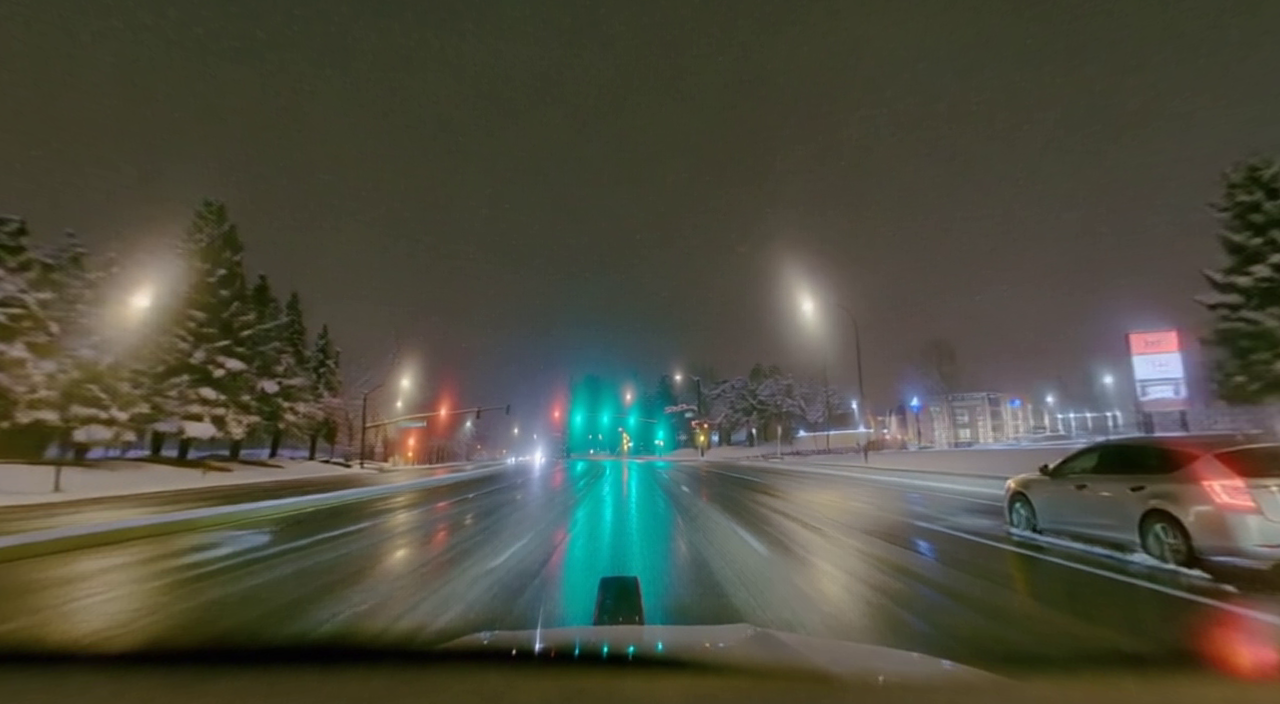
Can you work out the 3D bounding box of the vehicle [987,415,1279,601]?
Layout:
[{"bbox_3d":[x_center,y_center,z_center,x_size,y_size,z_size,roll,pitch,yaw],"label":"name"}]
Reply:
[{"bbox_3d":[6.220,1.549,7.025,2.070,1.491,4.575,0,-9,-1],"label":"vehicle"}]
